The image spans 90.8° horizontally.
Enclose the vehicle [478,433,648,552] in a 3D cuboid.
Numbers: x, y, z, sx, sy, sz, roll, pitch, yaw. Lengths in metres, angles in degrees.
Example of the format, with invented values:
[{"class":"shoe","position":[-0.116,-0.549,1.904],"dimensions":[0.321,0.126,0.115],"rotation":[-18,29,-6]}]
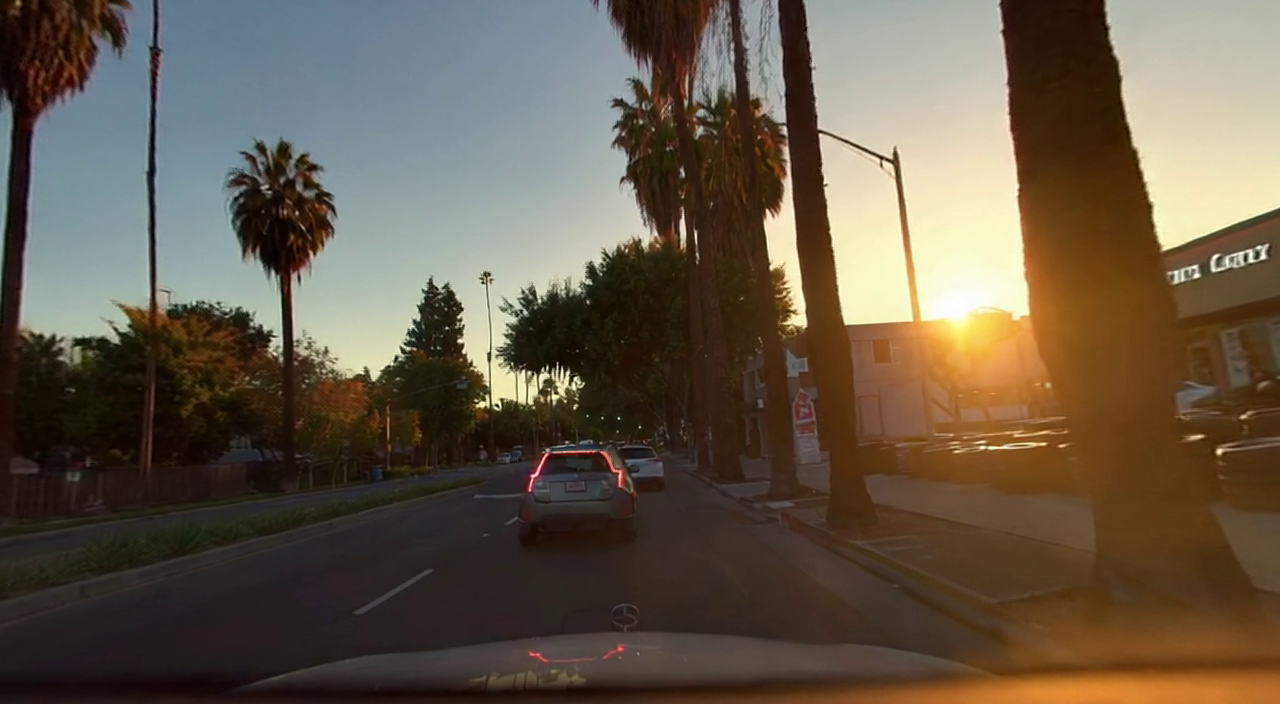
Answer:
[{"class":"vehicle","position":[-1.020,2.103,10.165],"dimensions":[2.169,1.495,4.048],"rotation":[0,-8,-1]}]

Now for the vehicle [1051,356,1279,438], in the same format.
[{"class":"vehicle","position":[13.383,1.340,16.623],"dimensions":[1.854,1.693,4.798],"rotation":[-1,-10,0]}]
